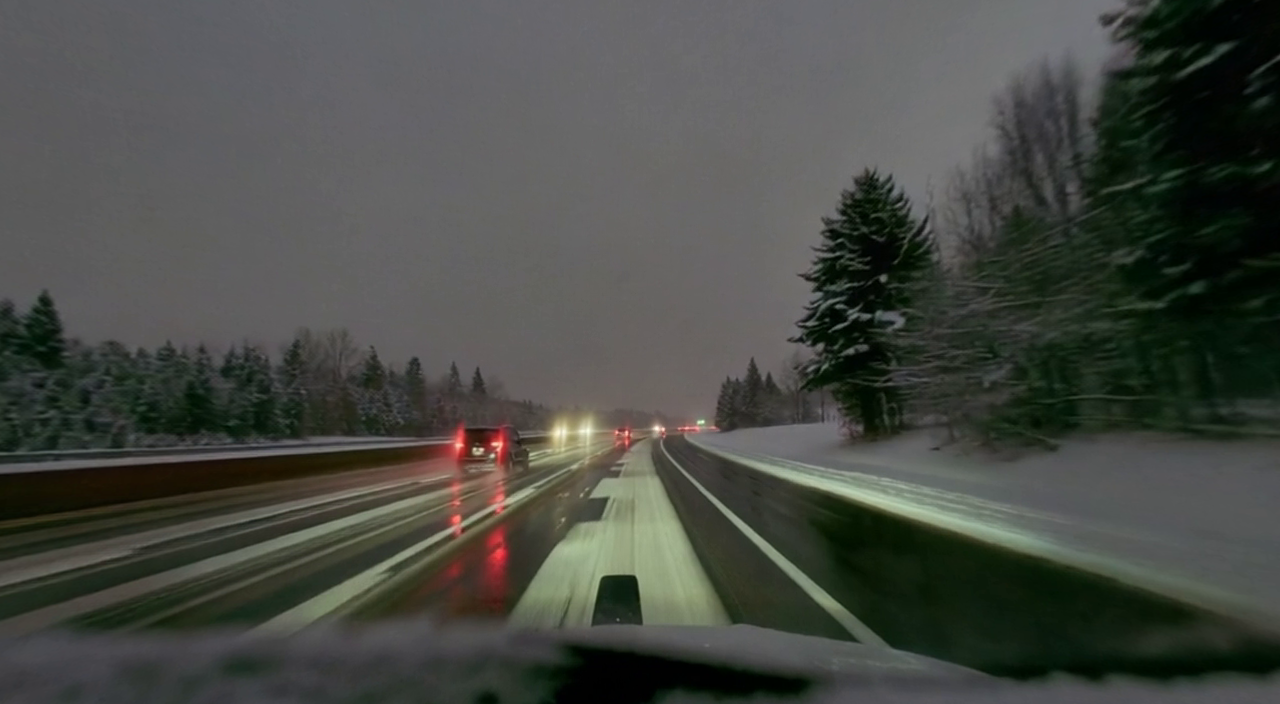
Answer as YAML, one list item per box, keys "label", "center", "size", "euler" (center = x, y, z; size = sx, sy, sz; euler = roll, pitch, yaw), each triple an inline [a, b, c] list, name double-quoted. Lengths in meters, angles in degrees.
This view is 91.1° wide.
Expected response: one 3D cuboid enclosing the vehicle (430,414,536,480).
- label: "vehicle"
  center: [-4.458, 2.772, 18.640]
  size: [1.980, 1.721, 4.419]
  euler: [0, -8, 0]
